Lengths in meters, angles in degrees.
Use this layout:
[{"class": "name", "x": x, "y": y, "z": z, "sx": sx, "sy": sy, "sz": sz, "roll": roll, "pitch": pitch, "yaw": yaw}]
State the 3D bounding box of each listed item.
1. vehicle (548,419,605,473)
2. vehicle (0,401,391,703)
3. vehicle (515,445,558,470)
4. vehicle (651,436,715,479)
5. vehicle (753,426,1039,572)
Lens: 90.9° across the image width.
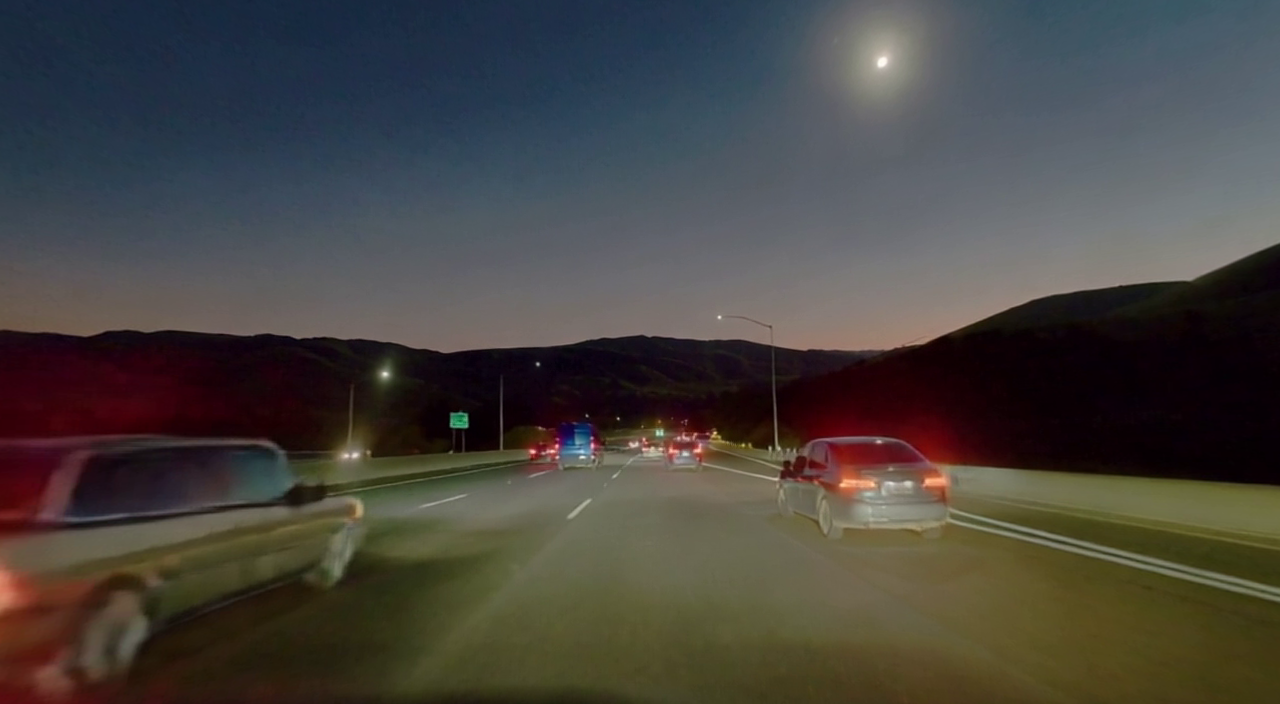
[{"class": "vehicle", "x": -3.335, "y": 5.118, "z": 34.461, "sx": 2.396, "sy": 2.664, "sz": 5.735, "roll": 0, "pitch": -9, "yaw": 1}, {"class": "vehicle", "x": -3.339, "y": 1.146, "z": 3.660, "sx": 1.990, "sy": 1.501, "sz": 4.250, "roll": 0, "pitch": -9, "yaw": 1}, {"class": "vehicle", "x": -6.557, "y": 6.709, "z": 40.409, "sx": 1.964, "sy": 1.487, "sz": 4.417, "roll": 0, "pitch": -9, "yaw": 1}, {"class": "vehicle", "x": 1.782, "y": 4.553, "z": 27.441, "sx": 2.270, "sy": 1.660, "sz": 4.101, "roll": 0, "pitch": -9, "yaw": -3}, {"class": "vehicle", "x": 3.088, "y": 1.869, "z": 8.855, "sx": 2.050, "sy": 1.491, "sz": 4.362, "roll": 0, "pitch": -9, "yaw": -2}]
